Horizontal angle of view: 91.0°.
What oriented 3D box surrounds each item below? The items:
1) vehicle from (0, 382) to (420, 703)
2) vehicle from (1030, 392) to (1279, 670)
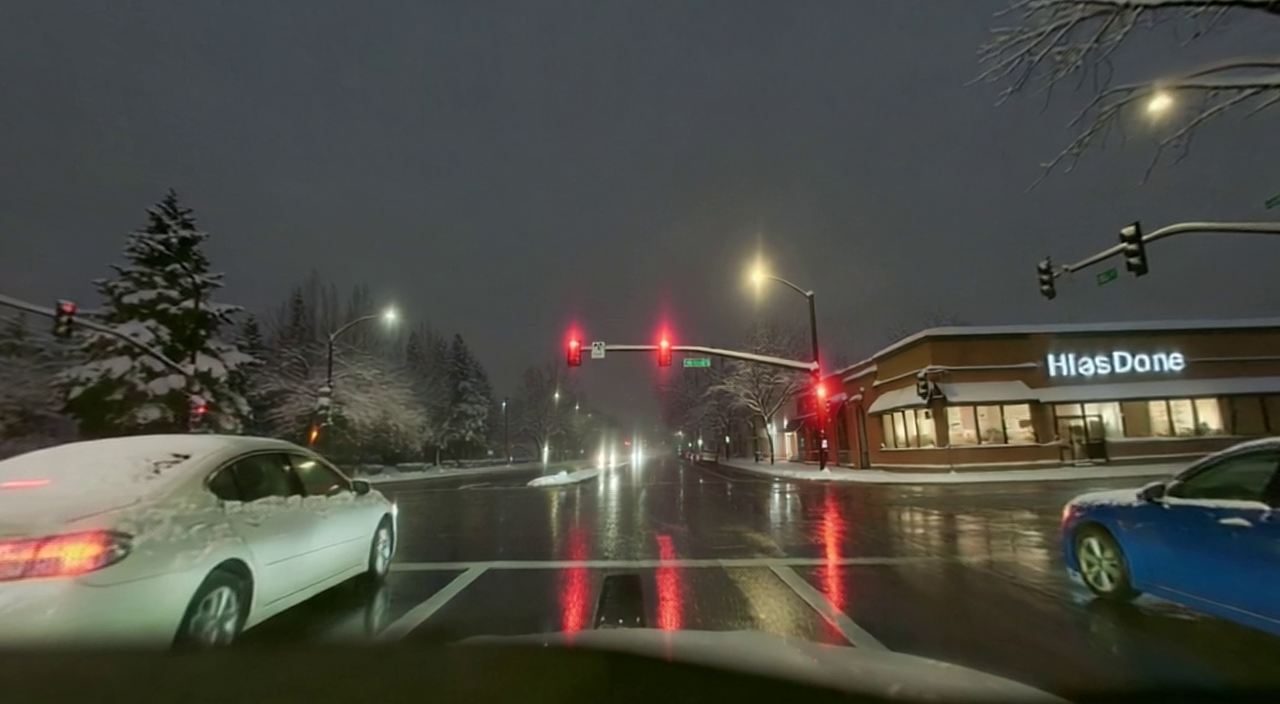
[{"bbox_3d":[-3.475,1.259,4.842,1.947,1.627,4.248,0,-9,1],"label":"vehicle"},{"bbox_3d":[4.873,1.095,3.897,2.039,1.655,4.495,0,-9,1],"label":"vehicle"}]
